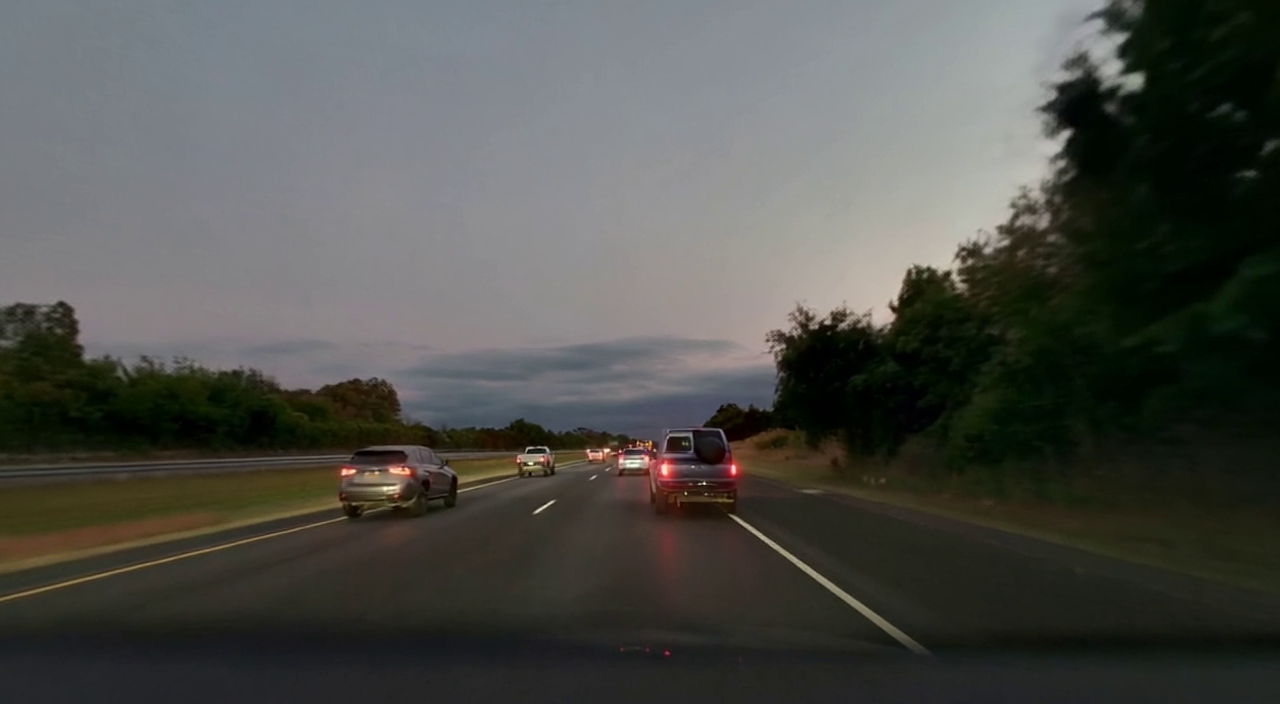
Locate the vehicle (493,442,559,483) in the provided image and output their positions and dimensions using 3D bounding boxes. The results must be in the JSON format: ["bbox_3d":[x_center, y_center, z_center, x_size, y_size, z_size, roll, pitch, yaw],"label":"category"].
[{"bbox_3d":[-4.559,4.468,25.752,1.867,1.489,3.829,0,-9,1],"label":"vehicle"}]

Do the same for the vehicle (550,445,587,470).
[{"bbox_3d":[-4.551,6.749,40.598,1.855,1.527,4.209,0,-9,1],"label":"vehicle"}]

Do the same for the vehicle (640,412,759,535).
[{"bbox_3d":[0.933,2.214,11.957,1.825,1.920,3.960,0,-9,-1],"label":"vehicle"}]

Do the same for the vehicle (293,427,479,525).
[{"bbox_3d":[-4.859,2.423,12.829,1.934,1.642,4.201,0,-9,1],"label":"vehicle"}]
